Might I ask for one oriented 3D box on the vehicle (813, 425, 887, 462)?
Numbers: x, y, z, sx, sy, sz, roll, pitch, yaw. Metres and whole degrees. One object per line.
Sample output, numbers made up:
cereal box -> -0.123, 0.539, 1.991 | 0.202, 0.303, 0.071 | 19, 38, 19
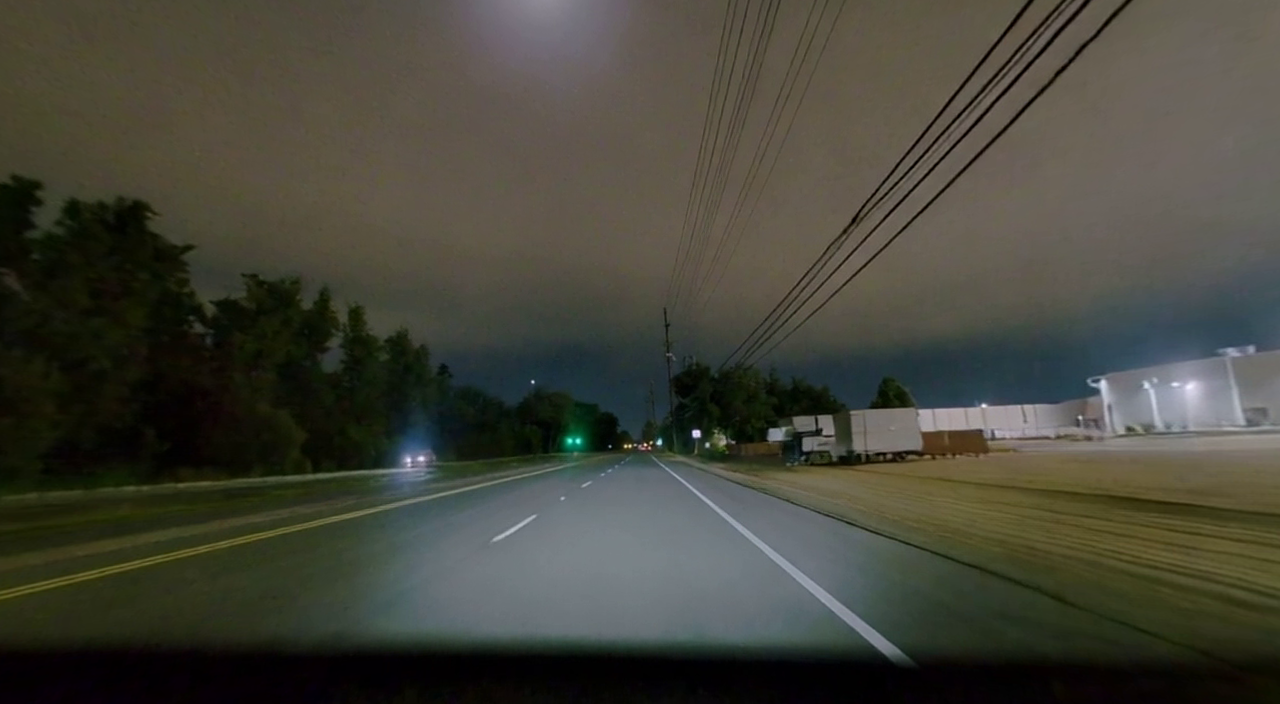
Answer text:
vehicle -> 15.662, 6.950, 47.586 | 2.923, 2.494, 7.148 | -1, -8, -2

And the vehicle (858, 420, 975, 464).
vehicle -> 15.848, 5.316, 37.009 | 3.199, 2.263, 8.199 | 0, -9, 0
